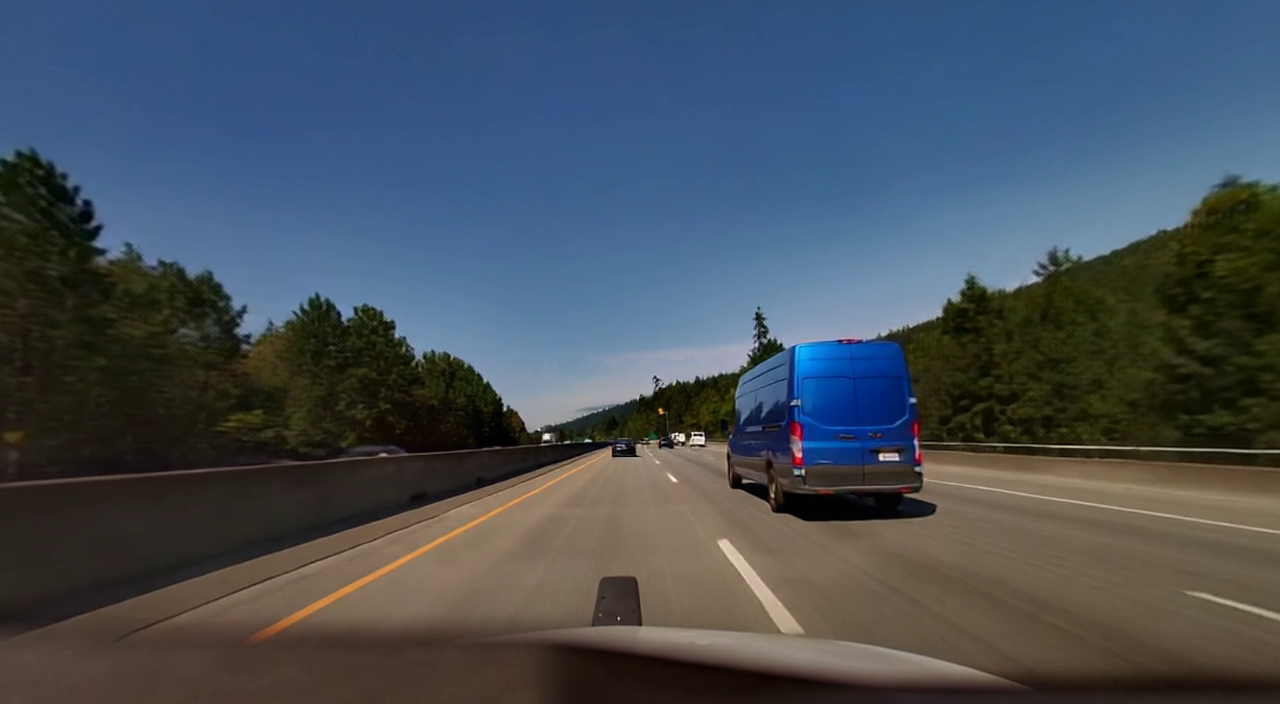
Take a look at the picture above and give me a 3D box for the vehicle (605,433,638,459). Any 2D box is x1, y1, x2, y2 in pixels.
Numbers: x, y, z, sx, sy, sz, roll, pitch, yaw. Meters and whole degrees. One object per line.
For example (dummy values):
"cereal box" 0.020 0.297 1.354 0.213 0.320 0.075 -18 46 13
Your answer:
"vehicle" -1.128 5.727 38.537 1.900 1.524 4.324 0 -8 -1

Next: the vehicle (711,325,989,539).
"vehicle" 2.947 1.427 11.304 2.416 2.595 7.243 0 -8 -1

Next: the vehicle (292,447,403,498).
"vehicle" -10.123 4.174 22.187 1.841 1.493 4.407 0 -8 0

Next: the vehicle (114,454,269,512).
"vehicle" -14.010 4.071 20.021 1.827 1.504 4.242 0 -8 0
